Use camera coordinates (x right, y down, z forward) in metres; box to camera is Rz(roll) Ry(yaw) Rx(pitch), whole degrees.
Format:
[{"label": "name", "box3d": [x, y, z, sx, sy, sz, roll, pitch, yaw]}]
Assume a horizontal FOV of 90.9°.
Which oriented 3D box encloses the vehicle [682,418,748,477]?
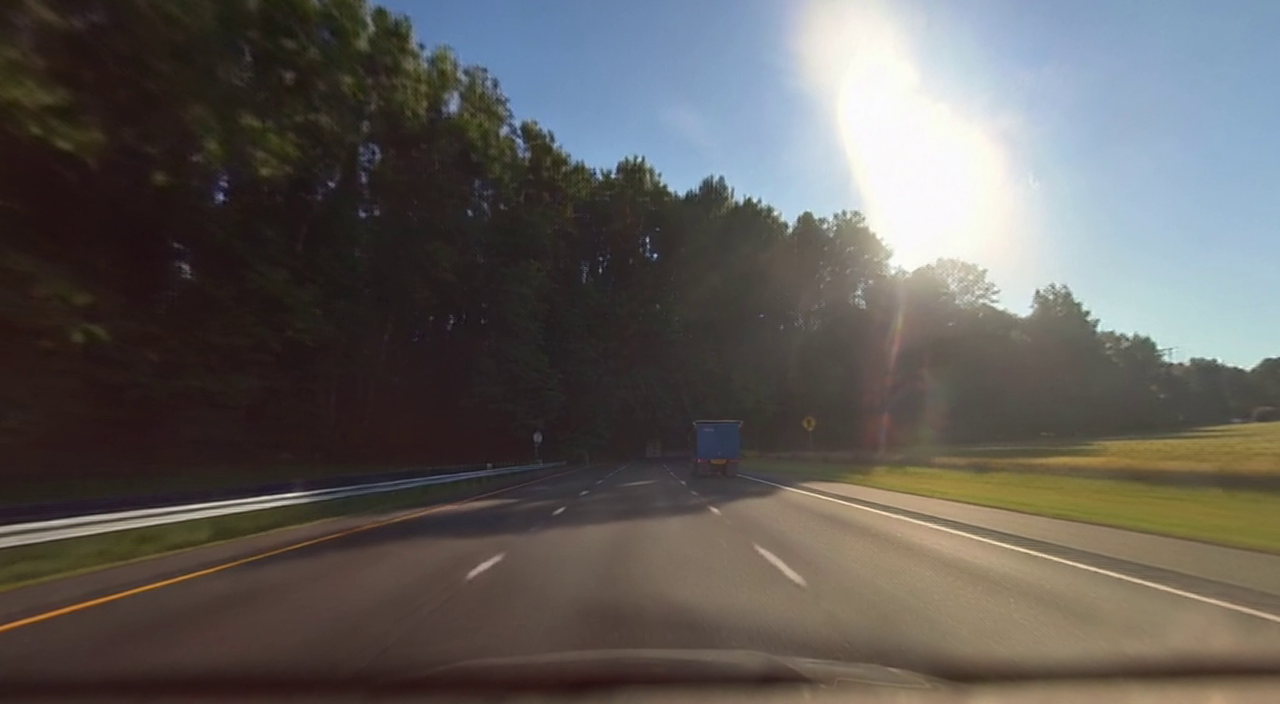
[{"label": "vehicle", "box3d": [3.761, 5.010, 32.983, 2.572, 2.795, 5.978, 0, -9, -1]}]
